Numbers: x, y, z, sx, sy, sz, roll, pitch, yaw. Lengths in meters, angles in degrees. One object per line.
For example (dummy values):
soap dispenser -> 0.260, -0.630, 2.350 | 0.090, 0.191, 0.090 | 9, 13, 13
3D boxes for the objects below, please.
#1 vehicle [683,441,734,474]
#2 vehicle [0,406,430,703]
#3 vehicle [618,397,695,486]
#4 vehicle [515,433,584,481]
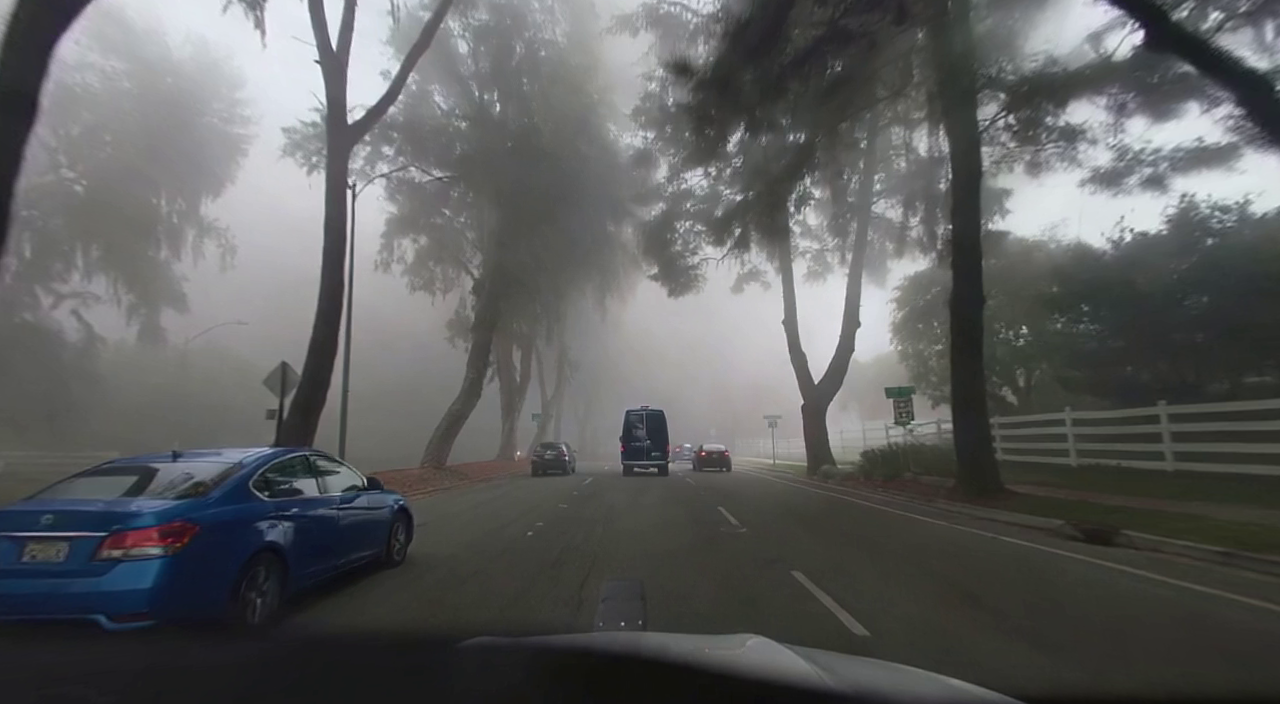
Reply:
vehicle -> 3.257, 5.076, 30.521 | 1.945, 1.469, 4.258 | 0, -8, -1
vehicle -> -3.563, 1.325, 5.152 | 2.036, 1.474, 4.647 | 0, -8, 0
vehicle -> 0.414, 3.205, 22.507 | 2.311, 2.726, 5.814 | 0, -8, -3
vehicle -> -3.465, 4.101, 24.832 | 2.021, 1.715, 4.329 | 0, -8, 0
